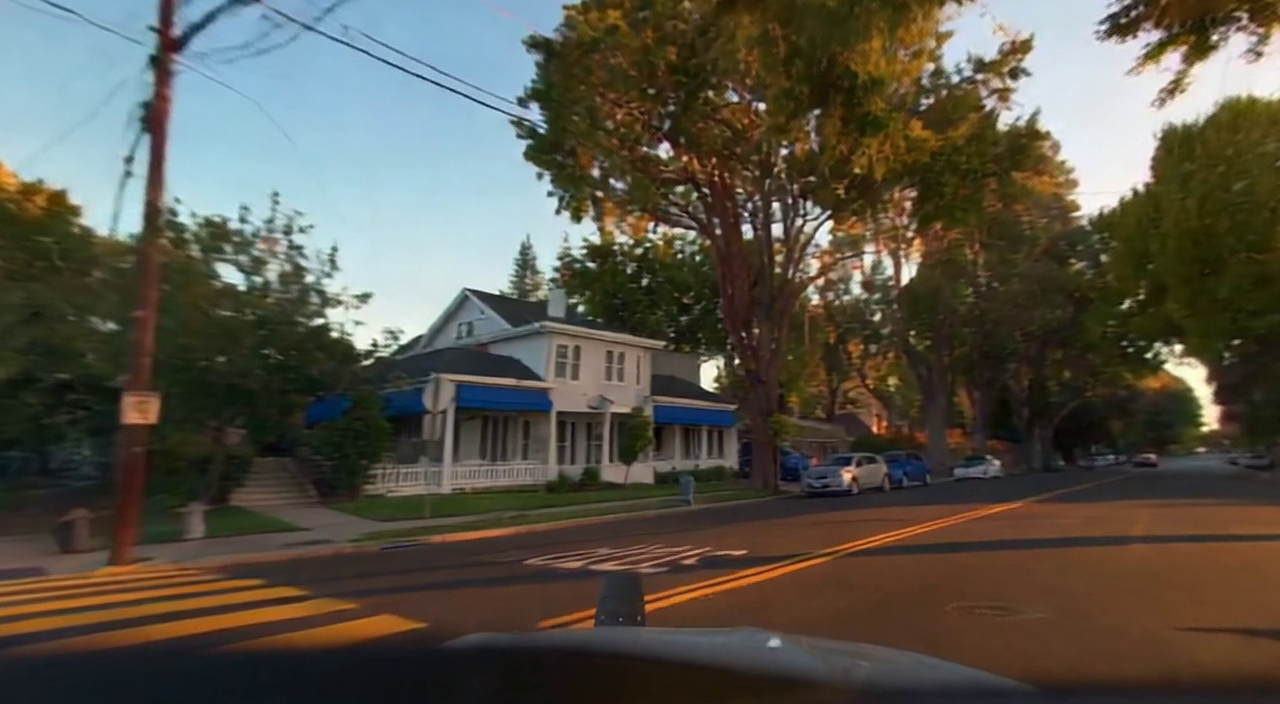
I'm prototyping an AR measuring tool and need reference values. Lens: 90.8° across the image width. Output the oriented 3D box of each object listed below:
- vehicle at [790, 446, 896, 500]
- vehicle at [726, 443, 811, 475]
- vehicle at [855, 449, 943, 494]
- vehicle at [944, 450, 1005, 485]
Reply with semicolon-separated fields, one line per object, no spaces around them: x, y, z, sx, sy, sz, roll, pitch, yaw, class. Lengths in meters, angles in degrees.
7.622;4.424;23.505;1.975;1.775;4.509;-7;-11;42;vehicle
7.530;6.264;37.268;4.492;1.725;2.033;-6;-11;38;vehicle
11.241;5.070;27.250;1.913;1.723;4.318;-8;-12;44;vehicle
18.966;6.466;35.758;1.970;1.785;4.274;-7;-11;41;vehicle
